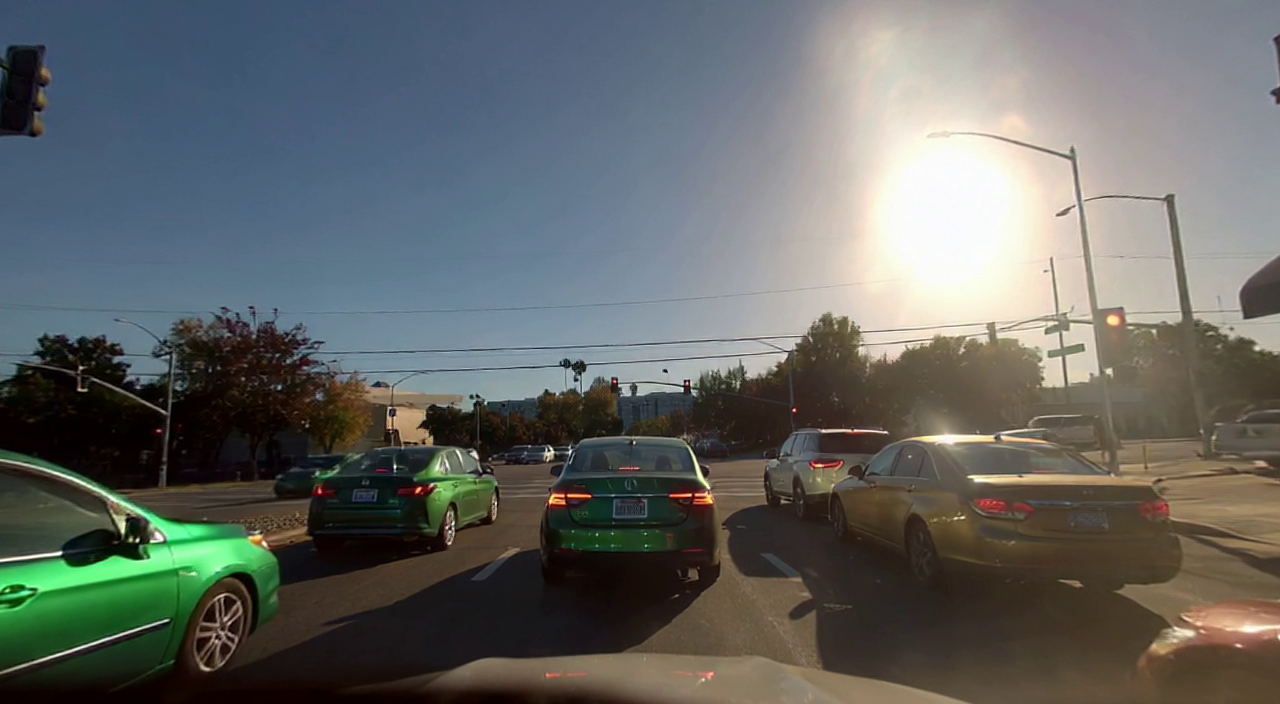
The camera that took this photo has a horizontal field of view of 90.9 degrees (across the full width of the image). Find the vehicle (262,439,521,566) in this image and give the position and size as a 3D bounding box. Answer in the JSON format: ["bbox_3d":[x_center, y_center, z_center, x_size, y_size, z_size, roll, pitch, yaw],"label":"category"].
[{"bbox_3d":[-3.307,2.072,9.543,1.995,1.436,4.373,-1,-8,2],"label":"vehicle"}]

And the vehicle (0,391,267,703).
[{"bbox_3d":[-3.483,0.847,1.836,2.016,1.547,4.414,0,-8,1],"label":"vehicle"}]

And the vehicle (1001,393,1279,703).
[{"bbox_3d":[3.942,0.974,3.099,1.800,1.519,4.198,0,-8,0],"label":"vehicle"}]

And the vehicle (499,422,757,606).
[{"bbox_3d":[-0.134,1.649,7.363,2.140,1.499,4.119,0,-8,-1],"label":"vehicle"}]

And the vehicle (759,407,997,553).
[{"bbox_3d":[3.300,1.866,9.818,1.992,1.744,4.183,0,-8,-1],"label":"vehicle"}]
